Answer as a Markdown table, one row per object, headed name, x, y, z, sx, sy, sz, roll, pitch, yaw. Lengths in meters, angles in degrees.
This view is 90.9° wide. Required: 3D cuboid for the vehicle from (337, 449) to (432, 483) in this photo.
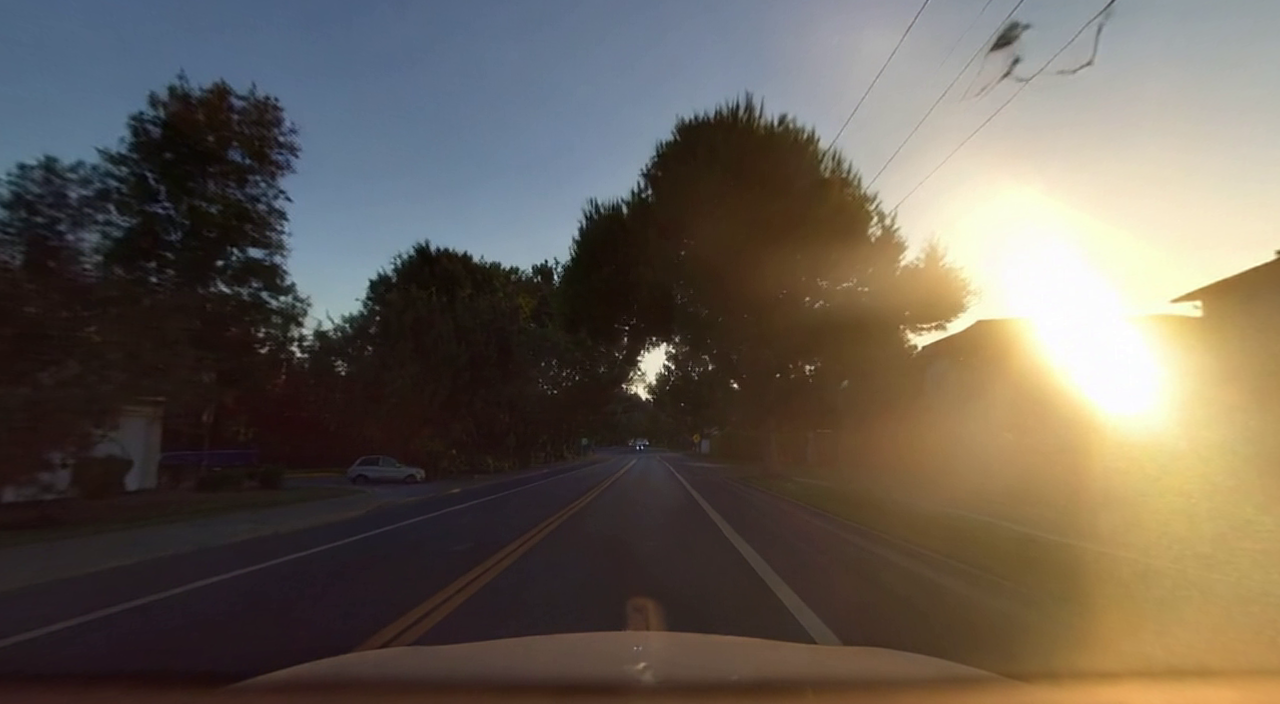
| name | x | y | z | sx | sy | sz | roll | pitch | yaw |
| --- | --- | --- | --- | --- | --- | --- | --- | --- | --- |
| vehicle | -13.572 | 6.033 | 33.573 | 4.310 | 1.723 | 1.915 | -2 | -8 | 14 |
